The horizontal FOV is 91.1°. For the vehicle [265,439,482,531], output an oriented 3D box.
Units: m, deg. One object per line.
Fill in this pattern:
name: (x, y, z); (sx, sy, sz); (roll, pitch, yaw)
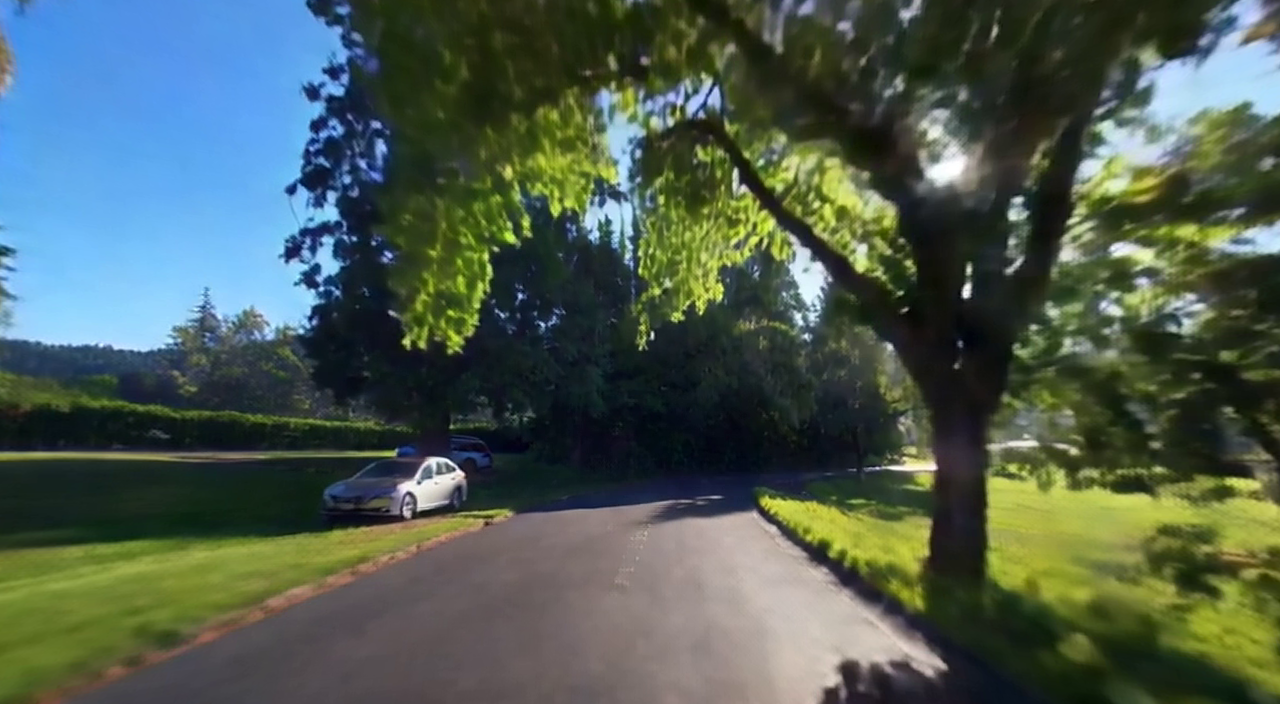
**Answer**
vehicle: (-5.115, 2.650, 13.037); (2.166, 1.512, 4.822); (0, -9, 3)
